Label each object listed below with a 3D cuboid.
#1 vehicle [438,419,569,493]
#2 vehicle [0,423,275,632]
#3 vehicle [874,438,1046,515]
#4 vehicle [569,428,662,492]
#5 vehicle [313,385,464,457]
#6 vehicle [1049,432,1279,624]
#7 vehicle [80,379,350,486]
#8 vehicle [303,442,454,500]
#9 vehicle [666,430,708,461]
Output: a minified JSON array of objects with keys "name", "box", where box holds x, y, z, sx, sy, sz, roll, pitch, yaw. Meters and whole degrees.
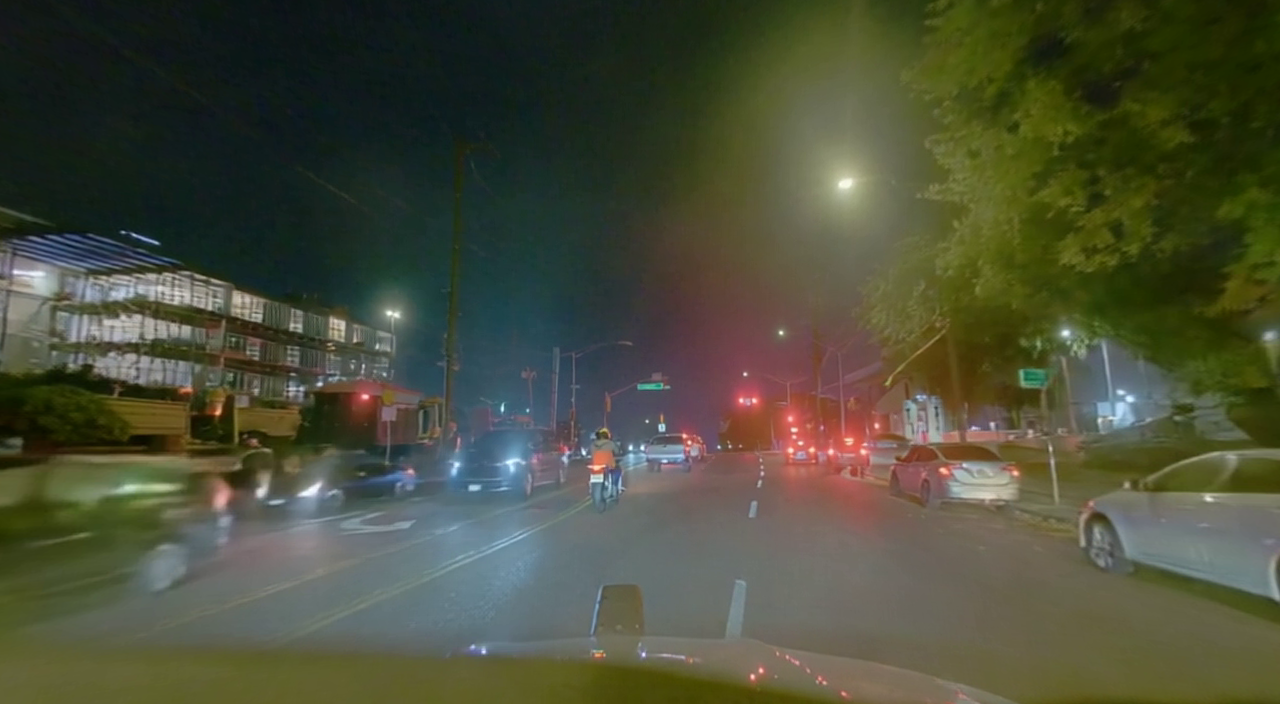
[{"name":"vehicle","box":[-3.920,3.142,19.572,2.222,1.911,5.988,-1,-8,5]},{"name":"vehicle","box":[-5.690,1.394,5.374,2.105,1.509,4.753,-1,-8,4]},{"name":"vehicle","box":[6.977,2.714,14.428,1.973,1.457,4.522,-1,-8,6]},{"name":"vehicle","box":[-0.569,3.054,18.261,1.925,1.602,4.090,-1,-8,8]},{"name":"vehicle","box":[-13.240,3.970,34.636,2.996,3.170,10.153,-5,-9,8]},{"name":"vehicle","box":[5.970,1.535,5.717,1.891,1.442,4.560,-2,-12,7]},{"name":"vehicle","box":[-14.792,3.043,23.427,2.990,3.144,9.080,-1,-8,6]},{"name":"vehicle","box":[-7.207,3.303,18.109,1.932,1.429,4.766,-1,-8,5]},{"name":"vehicle","box":[3.254,6.307,42.847,2.295,1.929,5.498,-2,-8,9]}]
